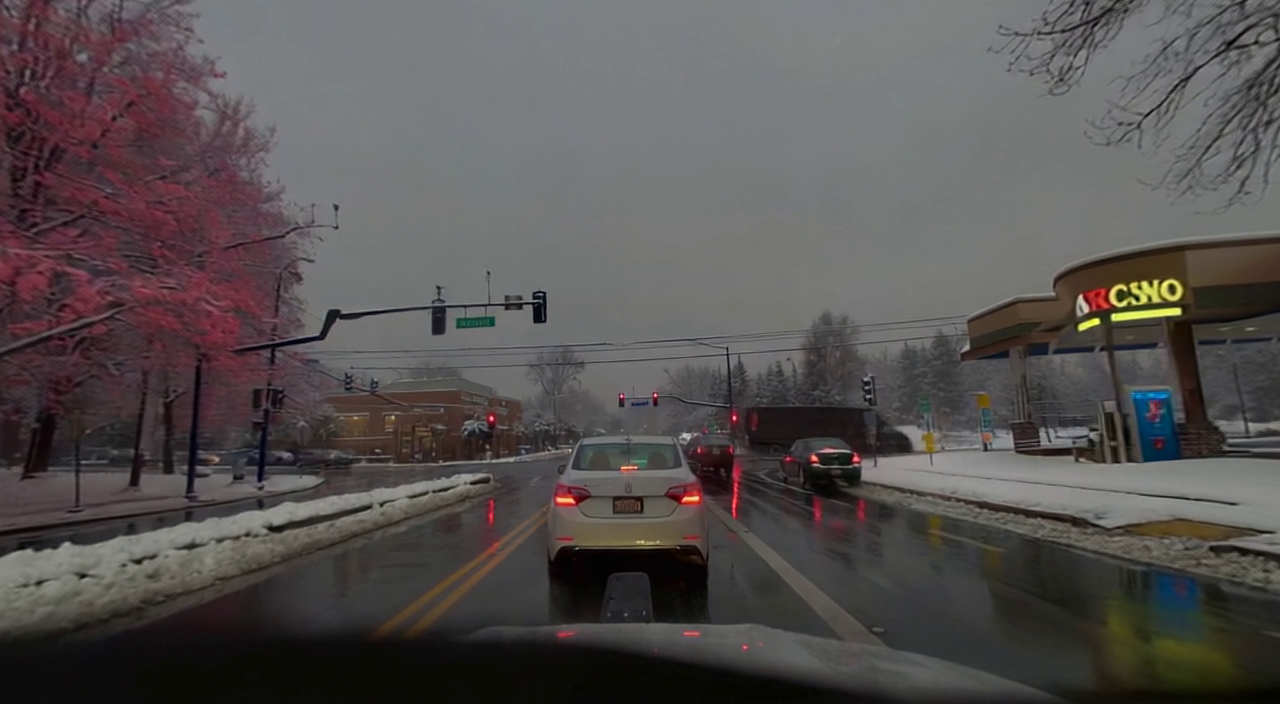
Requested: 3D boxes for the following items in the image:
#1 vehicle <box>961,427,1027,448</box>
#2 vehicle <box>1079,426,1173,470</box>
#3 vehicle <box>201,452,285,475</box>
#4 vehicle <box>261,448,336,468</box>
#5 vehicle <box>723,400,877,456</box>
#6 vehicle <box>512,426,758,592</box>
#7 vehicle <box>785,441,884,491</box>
[{"bbox_3d":[27.440,6.679,48.931,3.968,1.572,1.740,0,-9,3],"label":"vehicle"},{"bbox_3d":[18.550,3.626,23.988,4.300,1.495,2.053,8,-12,-43],"label":"vehicle"},{"bbox_3d":[-26.490,7.413,42.079,4.609,1.465,1.944,-2,-9,11],"label":"vehicle"},{"bbox_3d":[-26.777,8.303,49.458,4.806,1.472,1.886,-1,-8,5],"label":"vehicle"},{"bbox_3d":[11.967,5.943,48.174,10.890,3.868,3.021,-6,-10,33],"label":"vehicle"},{"bbox_3d":[-0.073,1.722,7.791,2.213,1.482,4.057,0,-8,-1],"label":"vehicle"},{"bbox_3d":[6.434,3.807,21.433,1.942,1.511,4.390,0,-8,0],"label":"vehicle"}]
